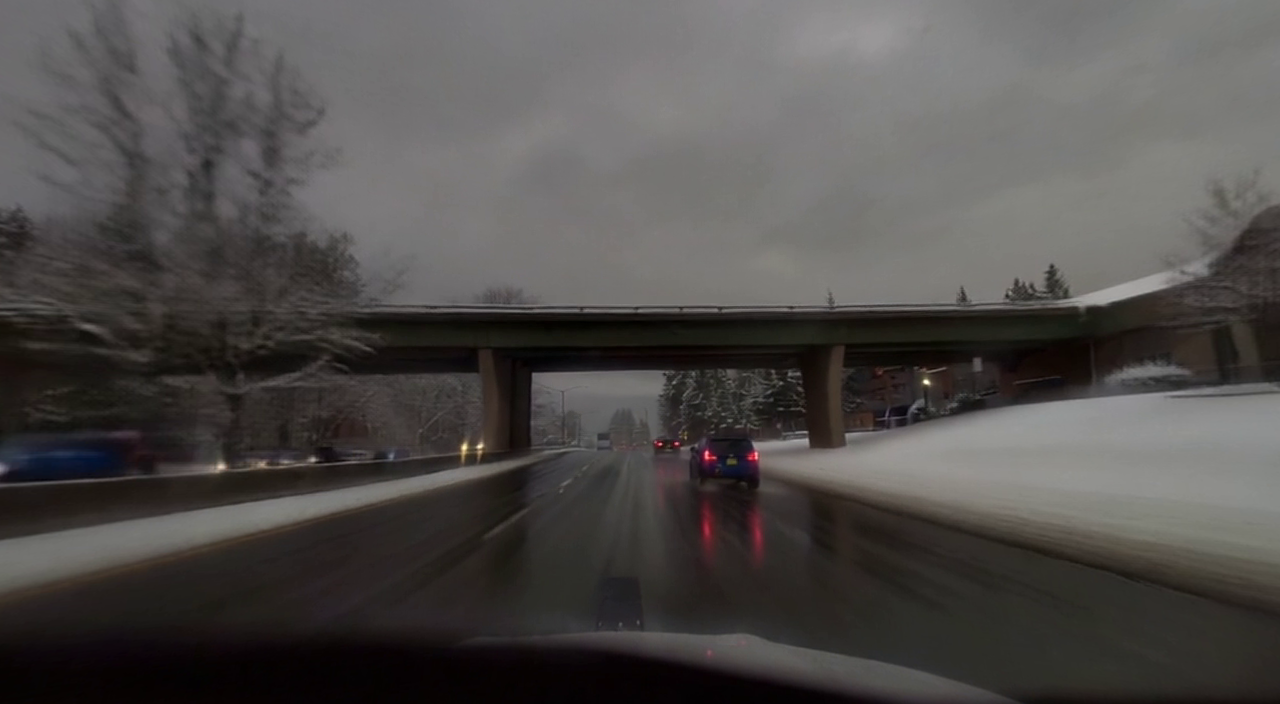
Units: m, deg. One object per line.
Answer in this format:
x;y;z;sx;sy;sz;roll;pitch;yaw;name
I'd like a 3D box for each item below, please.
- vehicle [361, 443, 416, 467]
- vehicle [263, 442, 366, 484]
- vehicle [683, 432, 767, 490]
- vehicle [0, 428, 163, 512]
-16.620;6.831;41.833;1.883;1.506;4.535;0;-9;-1;vehicle
-12.970;4.431;25.459;1.844;1.514;4.386;0;-9;0;vehicle
2.689;3.610;21.130;2.110;1.712;4.489;0;-9;-1;vehicle
-16.194;3.085;16.885;2.243;1.952;5.838;0;-9;-1;vehicle
